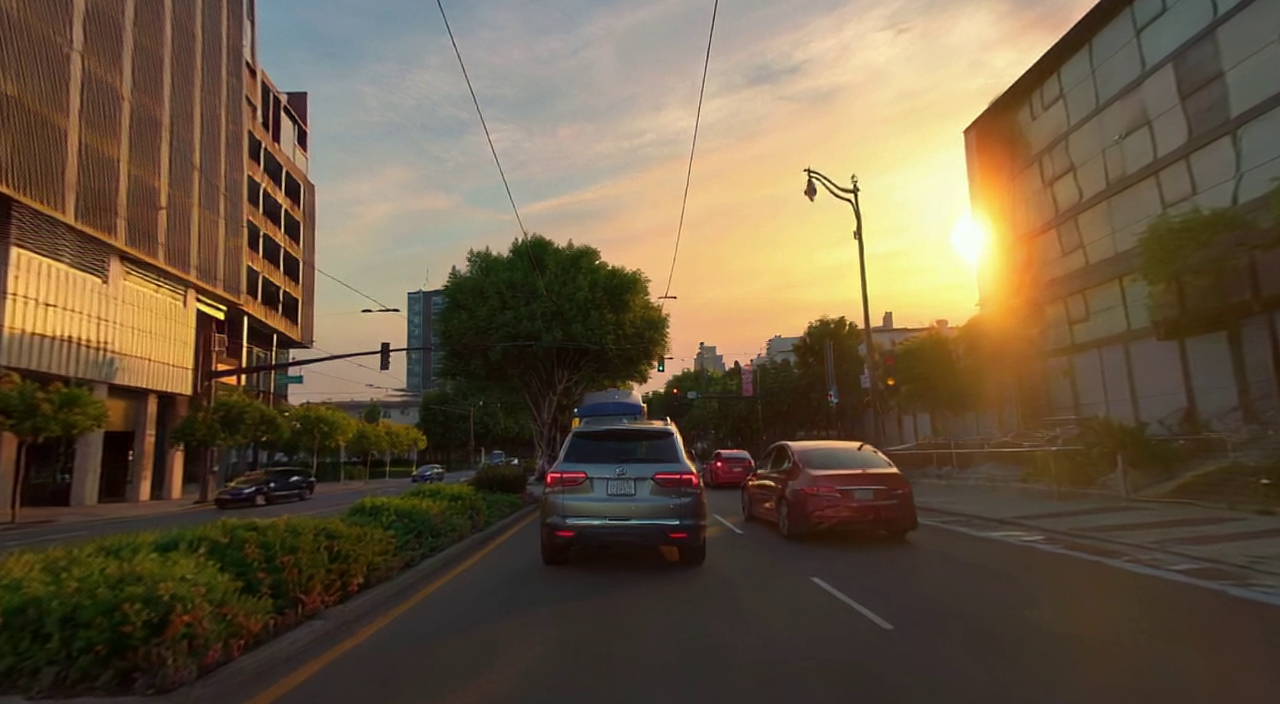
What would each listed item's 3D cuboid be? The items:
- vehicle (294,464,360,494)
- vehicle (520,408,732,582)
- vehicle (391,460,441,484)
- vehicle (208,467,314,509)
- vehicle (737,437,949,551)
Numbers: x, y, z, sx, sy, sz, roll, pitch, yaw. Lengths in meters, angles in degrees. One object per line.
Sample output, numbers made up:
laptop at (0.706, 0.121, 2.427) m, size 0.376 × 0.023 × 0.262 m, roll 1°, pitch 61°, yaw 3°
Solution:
vehicle at (-19.858, 8.054, 40.341) m, size 2.066 × 1.700 × 4.536 m, roll 0°, pitch -8°, yaw -3°
vehicle at (-0.235, 1.792, 8.744) m, size 2.178 × 1.779 × 4.255 m, roll 0°, pitch -8°, yaw -3°
vehicle at (-15.772, 8.453, 44.746) m, size 2.077 × 1.458 × 4.718 m, roll 0°, pitch -9°, yaw -3°
vehicle at (-15.493, 5.558, 26.141) m, size 1.798 × 1.409 × 4.239 m, roll 0°, pitch -8°, yaw -1°
vehicle at (3.041, 2.216, 10.633) m, size 1.993 × 1.480 × 4.324 m, roll 0°, pitch -8°, yaw -2°
